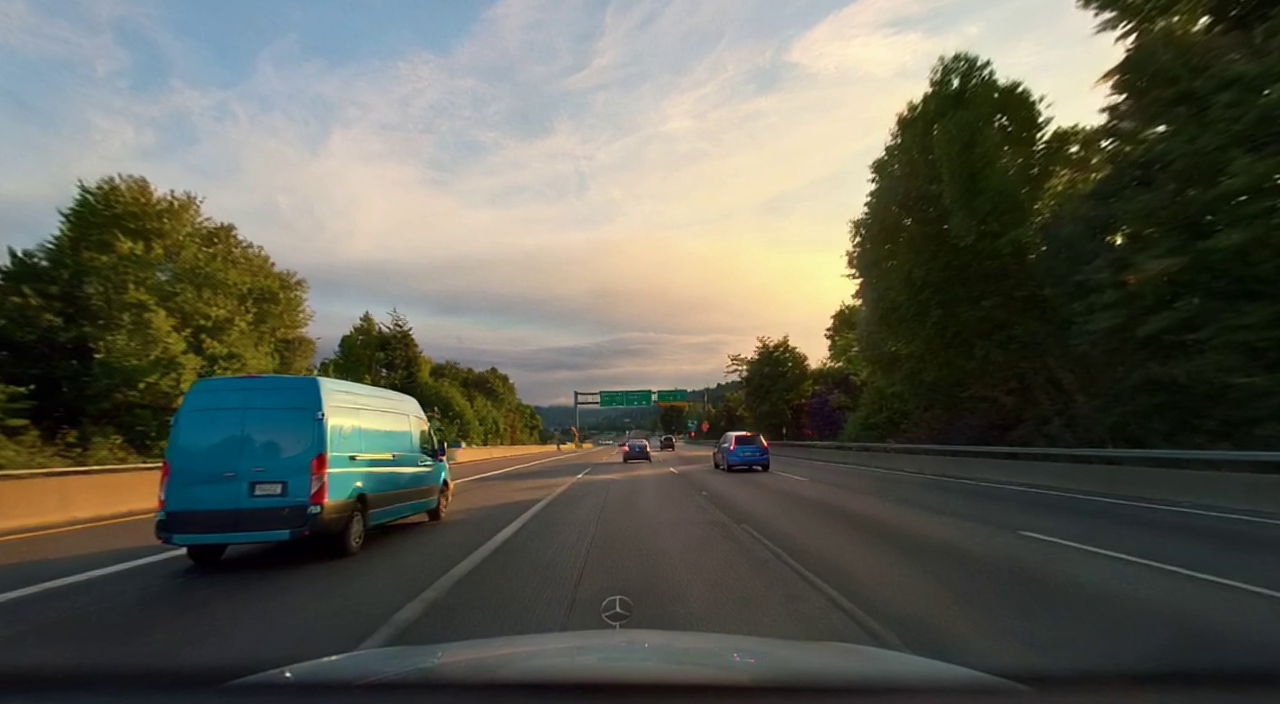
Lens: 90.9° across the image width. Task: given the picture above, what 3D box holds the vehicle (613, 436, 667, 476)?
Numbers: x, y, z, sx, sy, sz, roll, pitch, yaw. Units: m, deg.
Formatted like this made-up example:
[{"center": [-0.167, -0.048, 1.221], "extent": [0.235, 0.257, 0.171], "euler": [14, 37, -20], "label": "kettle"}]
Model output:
[{"center": [-0.013, 4.107, 25.339], "extent": [2.020, 1.464, 3.803], "euler": [0, -8, 0], "label": "vehicle"}]

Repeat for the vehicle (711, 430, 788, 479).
[{"center": [3.994, 3.793, 23.719], "extent": [1.996, 1.638, 4.496], "euler": [0, -8, -1], "label": "vehicle"}]

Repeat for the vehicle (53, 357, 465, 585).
[{"center": [-4.152, 1.407, 8.308], "extent": [2.275, 2.053, 5.082], "euler": [0, -8, -1], "label": "vehicle"}]
